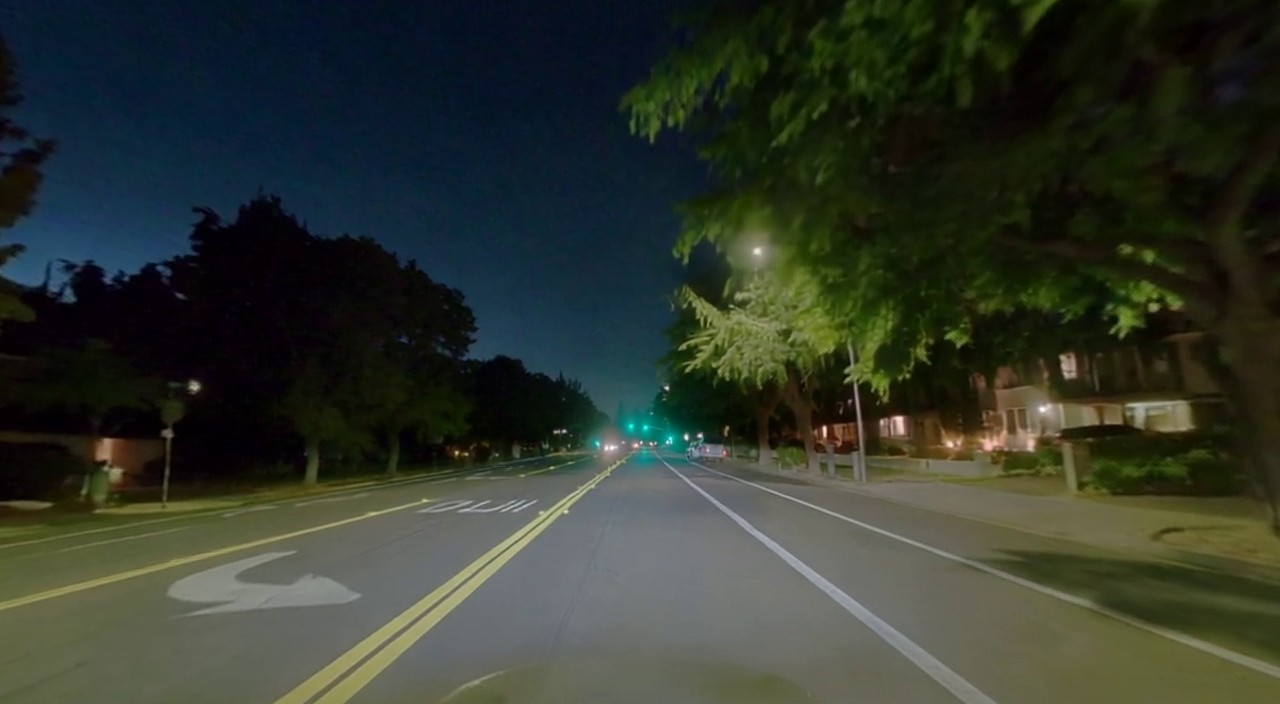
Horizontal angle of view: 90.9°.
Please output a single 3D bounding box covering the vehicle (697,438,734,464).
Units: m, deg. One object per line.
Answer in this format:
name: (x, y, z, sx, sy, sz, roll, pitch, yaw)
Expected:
vehicle: (5.552, 7.343, 46.874, 2.160, 1.800, 4.646, 0, -8, -1)
